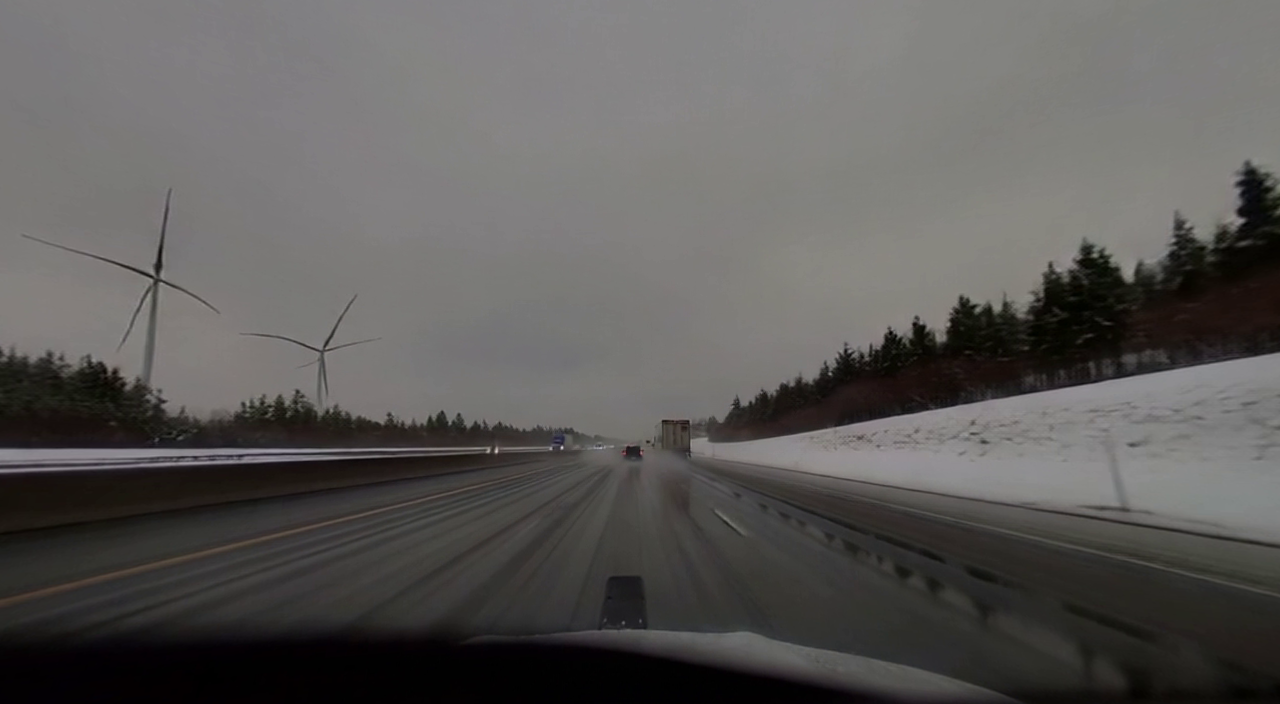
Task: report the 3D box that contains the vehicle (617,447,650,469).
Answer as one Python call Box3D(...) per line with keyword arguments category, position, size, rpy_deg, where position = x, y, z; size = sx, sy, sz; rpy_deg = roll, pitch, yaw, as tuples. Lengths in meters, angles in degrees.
Box3D(category="vehicle", position=(-0.453, 7.465, 44.589), size=(2.209, 1.453, 3.695), rpy_deg=(0, -9, 0))
